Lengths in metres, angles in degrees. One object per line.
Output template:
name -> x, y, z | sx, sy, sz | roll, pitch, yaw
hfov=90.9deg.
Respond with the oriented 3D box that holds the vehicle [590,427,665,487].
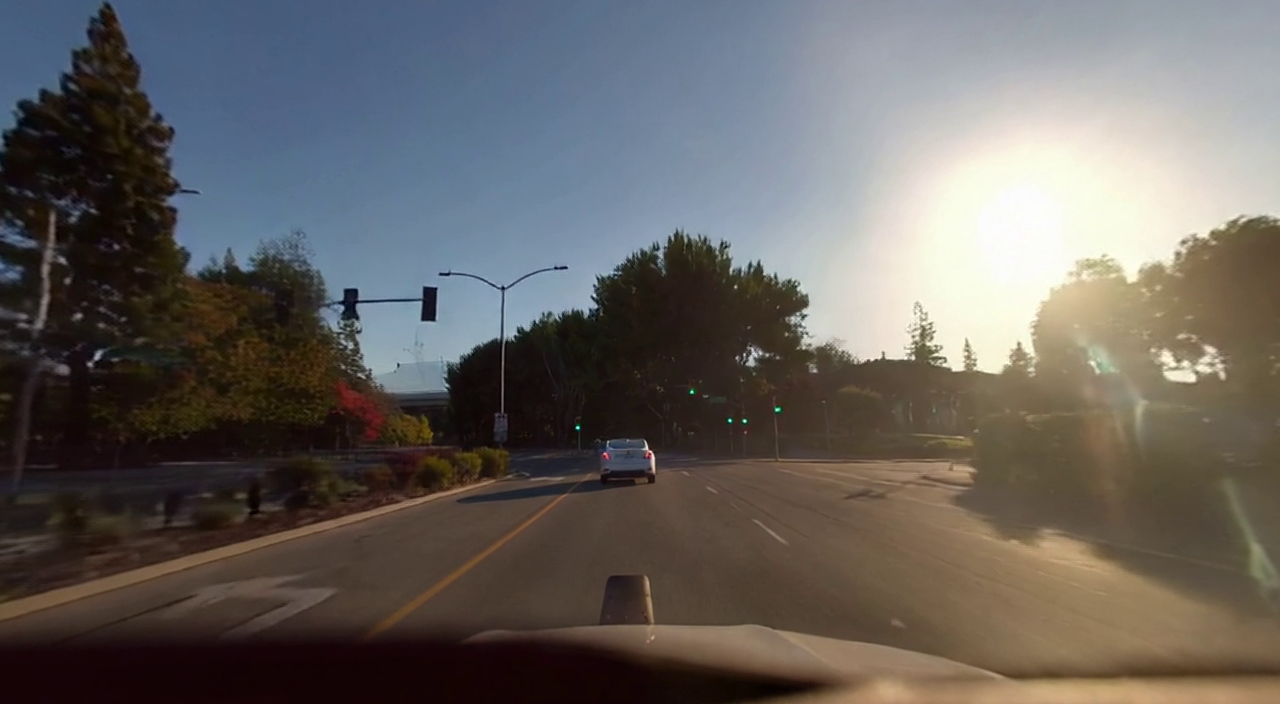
vehicle -> -0.390, 3.406, 20.689 | 2.192, 1.734, 4.176 | 0, -8, 0
